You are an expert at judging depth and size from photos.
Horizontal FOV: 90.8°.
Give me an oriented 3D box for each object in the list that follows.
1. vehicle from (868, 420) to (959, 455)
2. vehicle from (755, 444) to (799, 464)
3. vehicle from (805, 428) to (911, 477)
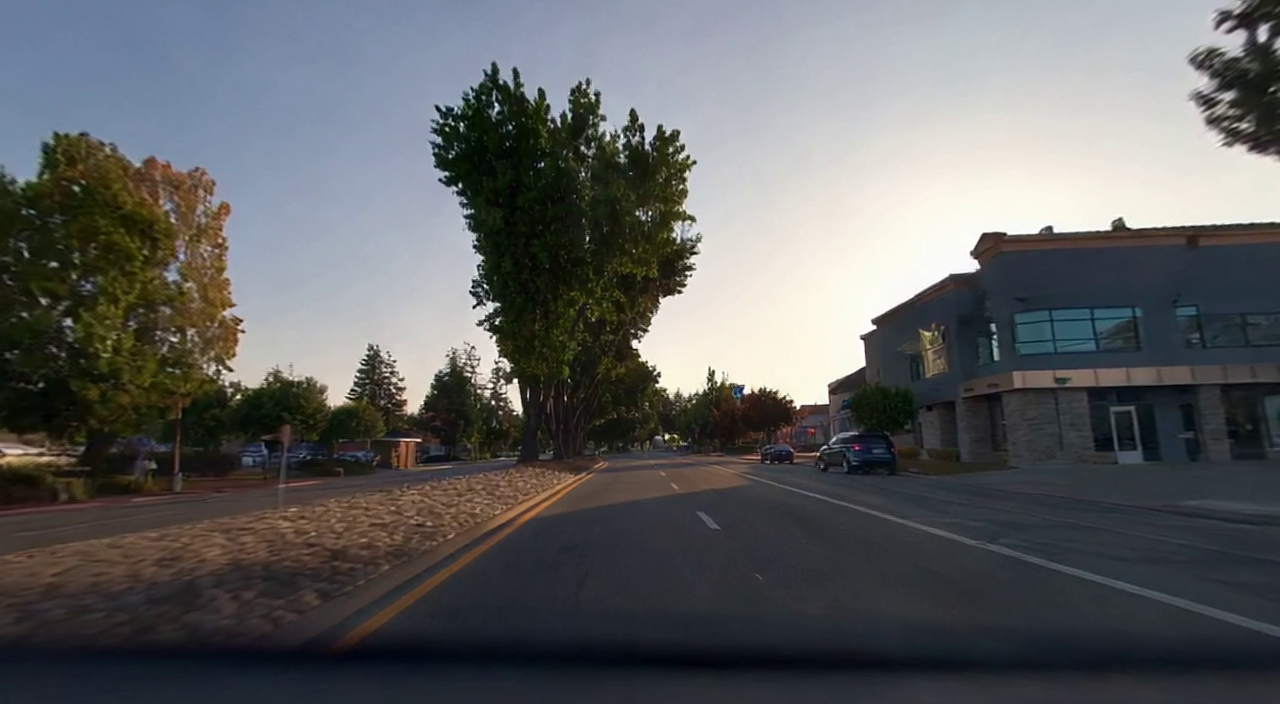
[{"bbox_3d":[20.516,6.438,47.459,5.877,2.471,2.528,-5,-10,30],"label":"vehicle"},{"bbox_3d":[10.052,7.509,46.681,2.034,1.437,4.728,0,-8,-2],"label":"vehicle"},{"bbox_3d":[10.186,4.758,30.221,2.610,2.072,5.985,0,-8,-3],"label":"vehicle"}]
